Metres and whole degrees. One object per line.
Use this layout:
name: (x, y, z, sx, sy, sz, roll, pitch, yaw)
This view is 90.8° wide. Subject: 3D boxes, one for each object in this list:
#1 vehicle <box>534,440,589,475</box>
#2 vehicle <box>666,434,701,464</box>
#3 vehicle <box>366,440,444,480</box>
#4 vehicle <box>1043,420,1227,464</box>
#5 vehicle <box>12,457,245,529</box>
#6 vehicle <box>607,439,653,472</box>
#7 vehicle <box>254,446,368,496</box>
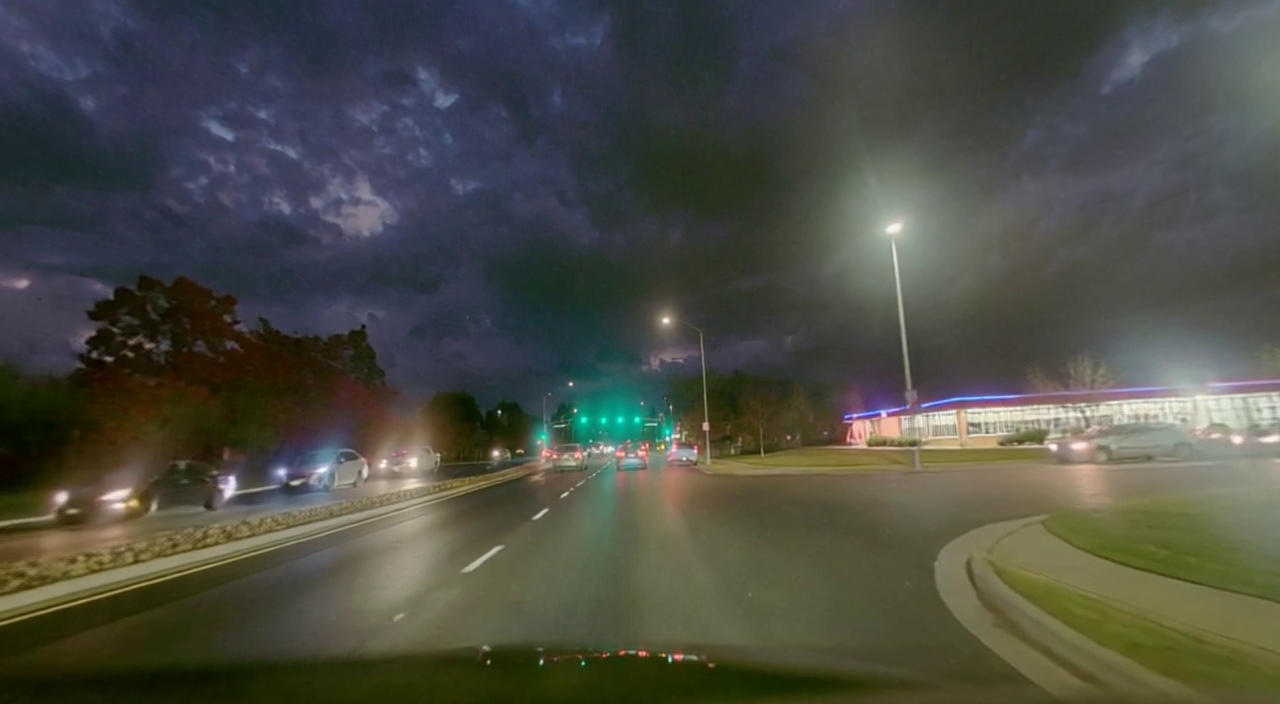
vehicle: (-3.498, 4.786, 28.866, 1.921, 1.477, 4.083, 0, -8, 1)
vehicle: (2.813, 6.441, 41.904, 2.175, 1.850, 5.118, 0, -8, 2)
vehicle: (-12.424, 5.733, 33.808, 2.260, 1.921, 4.902, 0, -8, 0)
vehicle: (17.222, 3.170, 22.216, 4.517, 1.455, 2.233, -1, -9, 3)
vehicle: (-12.574, 3.438, 16.051, 1.909, 1.462, 4.608, -1, -9, 3)
vehicle: (-0.452, 4.937, 30.253, 2.085, 1.475, 3.976, 0, -8, 0)
vehicle: (-12.575, 4.532, 24.550, 1.986, 1.712, 4.399, 0, -8, 1)
